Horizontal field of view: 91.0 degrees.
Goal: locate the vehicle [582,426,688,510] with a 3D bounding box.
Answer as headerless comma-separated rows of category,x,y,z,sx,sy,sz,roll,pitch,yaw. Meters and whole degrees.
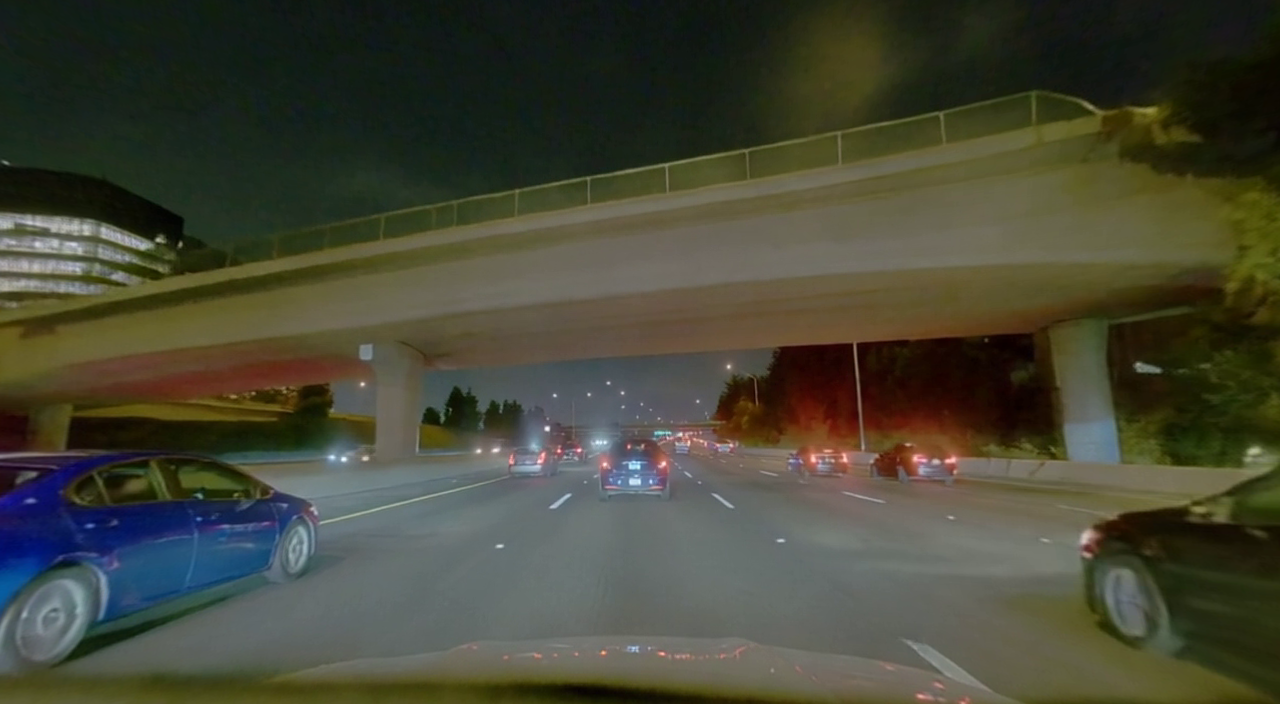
vehicle,-0.071,2.705,15.048,2.181,1.697,4.021,0,-9,1

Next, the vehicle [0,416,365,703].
vehicle,-4.310,1.375,5.276,1.974,1.478,4.412,0,-9,0

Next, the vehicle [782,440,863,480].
vehicle,7.597,4.544,26.699,2.049,1.521,4.604,0,-9,0

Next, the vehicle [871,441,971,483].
vehicle,11.258,4.410,25.612,2.008,1.516,4.385,0,-9,0

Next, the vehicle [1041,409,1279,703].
vehicle,3.899,0.918,2.170,2.031,1.492,4.577,0,-9,0

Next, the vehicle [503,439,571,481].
vehicle,-4.014,4.306,25.309,1.947,1.516,4.295,0,-9,1
